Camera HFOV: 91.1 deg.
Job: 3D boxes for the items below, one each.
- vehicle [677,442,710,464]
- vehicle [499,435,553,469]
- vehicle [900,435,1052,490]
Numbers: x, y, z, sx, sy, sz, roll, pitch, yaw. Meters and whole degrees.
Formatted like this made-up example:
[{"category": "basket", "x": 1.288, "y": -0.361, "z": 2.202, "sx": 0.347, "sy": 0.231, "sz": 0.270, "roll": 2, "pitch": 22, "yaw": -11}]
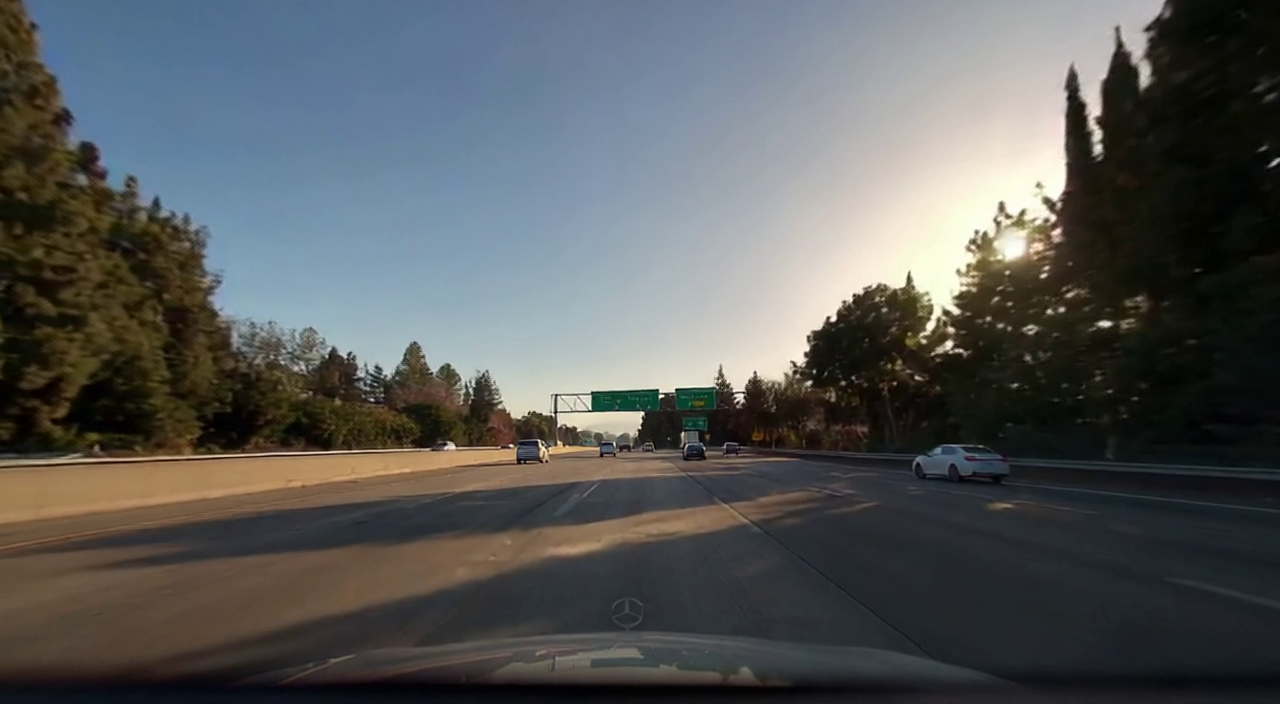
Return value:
[{"category": "vehicle", "x": 3.636, "y": 6.956, "z": 43.496, "sx": 1.950, "sy": 1.453, "sz": 3.378, "roll": 0, "pitch": -9, "yaw": -1}, {"category": "vehicle", "x": -6.332, "y": 5.621, "z": 35.426, "sx": 2.091, "sy": 1.746, "sz": 4.437, "roll": 0, "pitch": -9, "yaw": 1}, {"category": "vehicle", "x": 10.176, "y": 3.373, "z": 19.553, "sx": 1.979, "sy": 1.467, "sz": 4.839, "roll": 0, "pitch": -9, "yaw": -1}]
